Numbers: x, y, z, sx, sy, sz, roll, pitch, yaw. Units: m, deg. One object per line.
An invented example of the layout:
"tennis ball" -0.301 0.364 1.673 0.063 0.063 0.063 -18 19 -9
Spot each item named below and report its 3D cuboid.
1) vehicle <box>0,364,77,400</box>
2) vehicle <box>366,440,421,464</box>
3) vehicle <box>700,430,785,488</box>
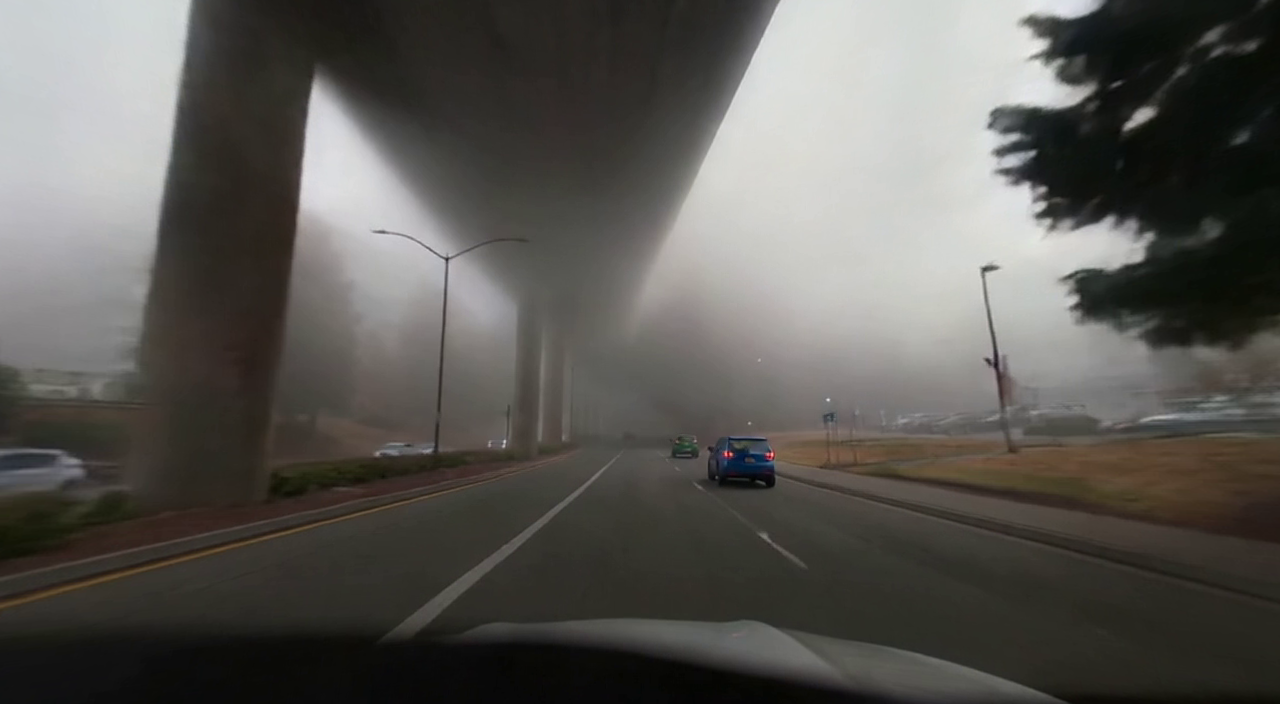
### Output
"vehicle" -41.614 2.061 42.592 5.108 2.084 2.259 -3 -7 6
"vehicle" -16.504 6.692 42.390 1.967 1.520 4.542 0 -9 -1
"vehicle" 3.272 3.524 21.077 2.110 1.712 4.489 0 -9 0
